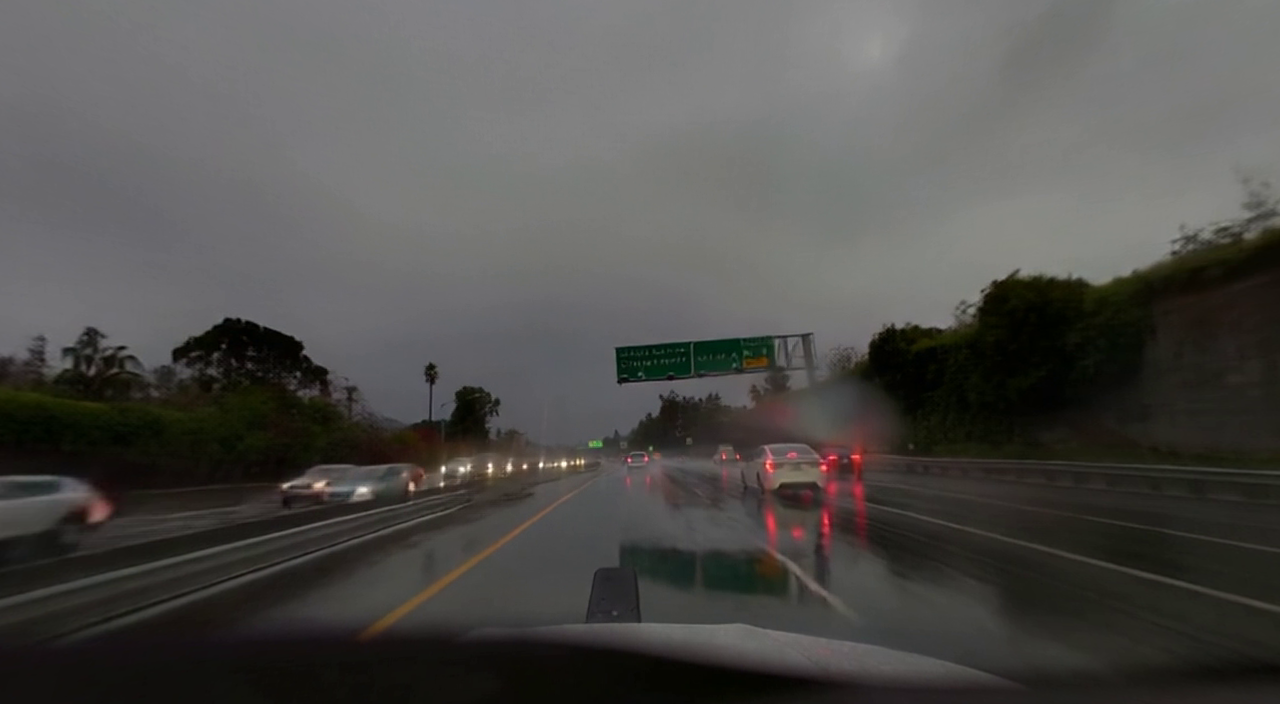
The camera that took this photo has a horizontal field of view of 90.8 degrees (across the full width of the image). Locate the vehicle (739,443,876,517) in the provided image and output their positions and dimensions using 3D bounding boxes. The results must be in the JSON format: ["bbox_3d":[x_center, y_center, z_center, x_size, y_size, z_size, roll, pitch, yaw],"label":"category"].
[{"bbox_3d":[3.775,2.948,15.156,1.972,1.488,4.335,0,-9,-2],"label":"vehicle"}]

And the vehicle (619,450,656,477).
[{"bbox_3d":[-0.136,6.588,37.664,2.090,1.510,4.280,0,-9,0],"label":"vehicle"}]

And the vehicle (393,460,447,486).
[{"bbox_3d":[-13.763,7.585,39.818,1.821,1.437,4.457,0,-9,0],"label":"vehicle"}]

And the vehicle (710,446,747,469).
[{"bbox_3d":[6.678,8.024,48.151,2.094,1.652,3.955,0,-9,-3],"label":"vehicle"}]

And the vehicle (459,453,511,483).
[{"bbox_3d":[-10.255,7.675,42.166,2.212,1.815,4.785,0,-9,0],"label":"vehicle"}]

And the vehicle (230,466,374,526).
[{"bbox_3d":[-9.874,4.224,18.942,1.940,1.435,4.312,0,-9,0],"label":"vehicle"}]
